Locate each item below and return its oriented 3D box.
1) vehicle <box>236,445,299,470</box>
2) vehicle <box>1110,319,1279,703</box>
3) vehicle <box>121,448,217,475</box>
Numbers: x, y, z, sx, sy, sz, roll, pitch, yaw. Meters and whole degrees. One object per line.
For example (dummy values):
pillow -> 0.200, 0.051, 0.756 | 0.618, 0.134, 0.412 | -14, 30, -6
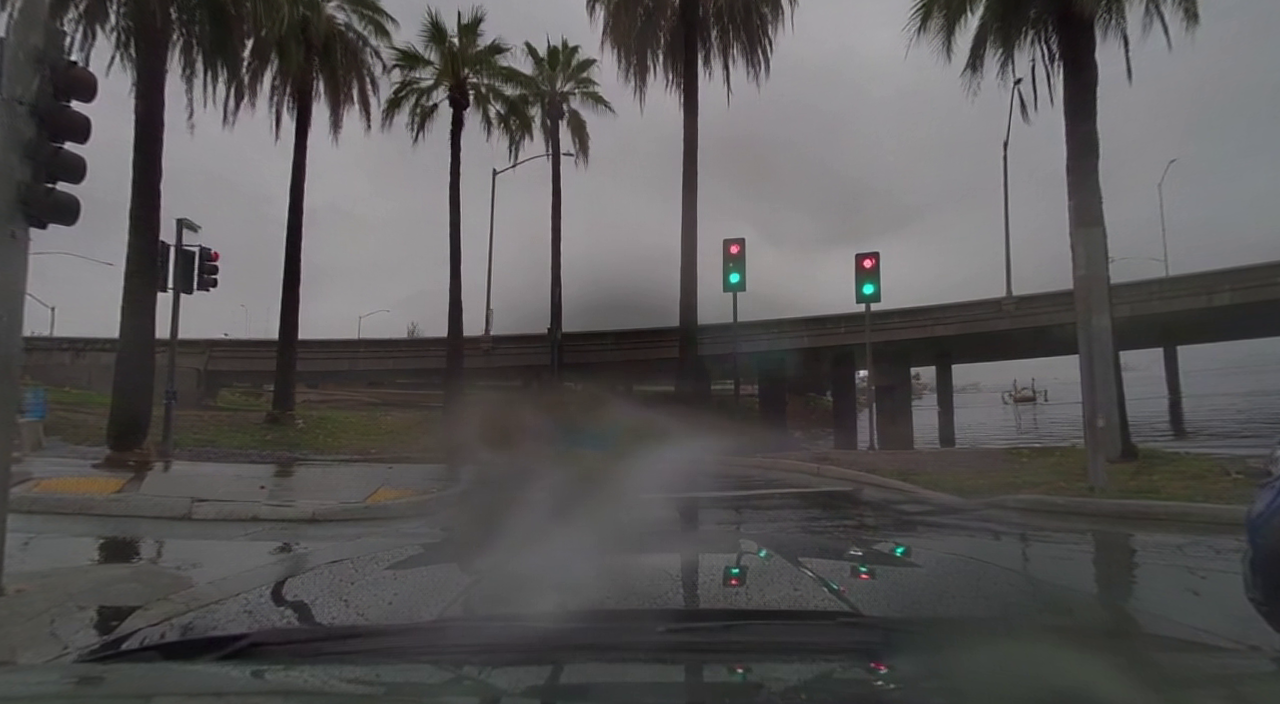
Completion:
vehicle -> -26.265, 7.423, 44.557 | 1.941, 1.631, 4.017 | 0, -9, 0
vehicle -> 3.457, 0.526, 0.801 | 2.028, 1.770, 4.737 | 0, -9, 0
vehicle -> -26.564, 6.164, 35.687 | 1.830, 1.443, 4.551 | 0, -9, 2
